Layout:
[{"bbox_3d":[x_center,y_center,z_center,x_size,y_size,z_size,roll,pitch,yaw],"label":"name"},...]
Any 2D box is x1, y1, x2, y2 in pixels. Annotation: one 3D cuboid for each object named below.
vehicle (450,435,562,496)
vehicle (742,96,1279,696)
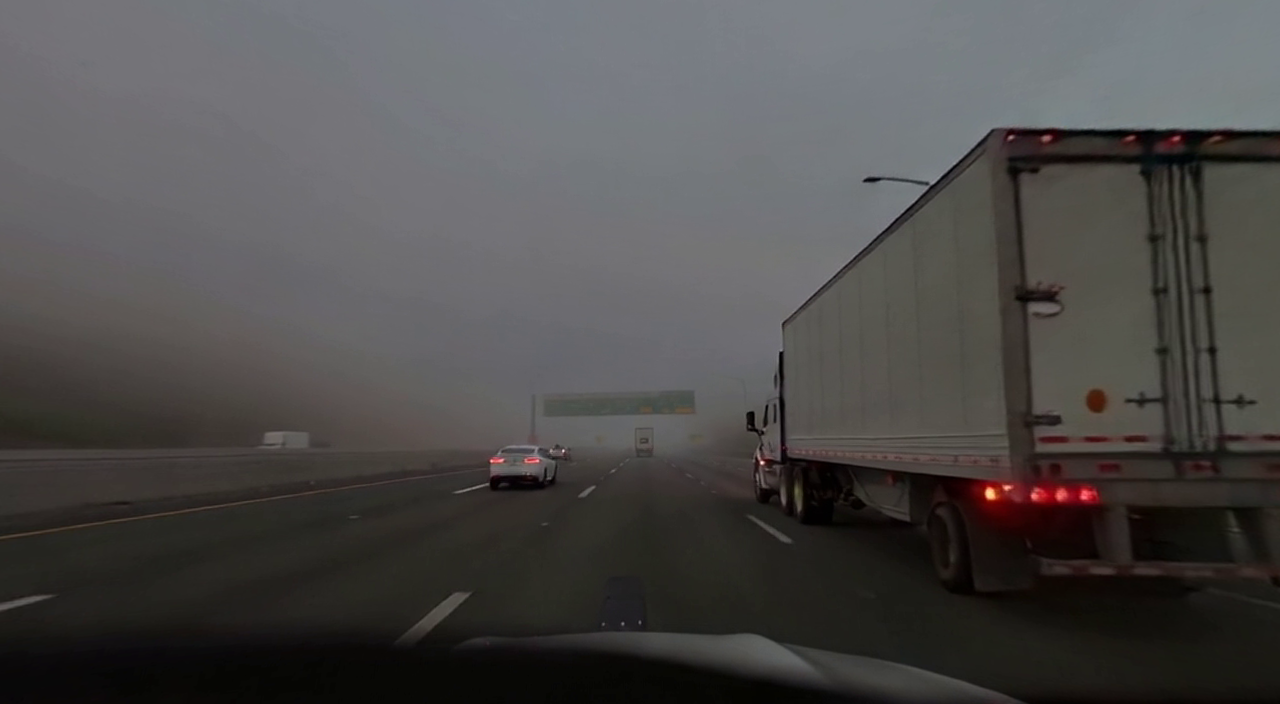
[{"bbox_3d":[-3.727,3.262,18.502,2.143,1.529,4.918,0,-9,1],"label":"vehicle"},{"bbox_3d":[3.852,0.916,8.796,3.049,3.395,10.595,0,-9,0],"label":"vehicle"}]
